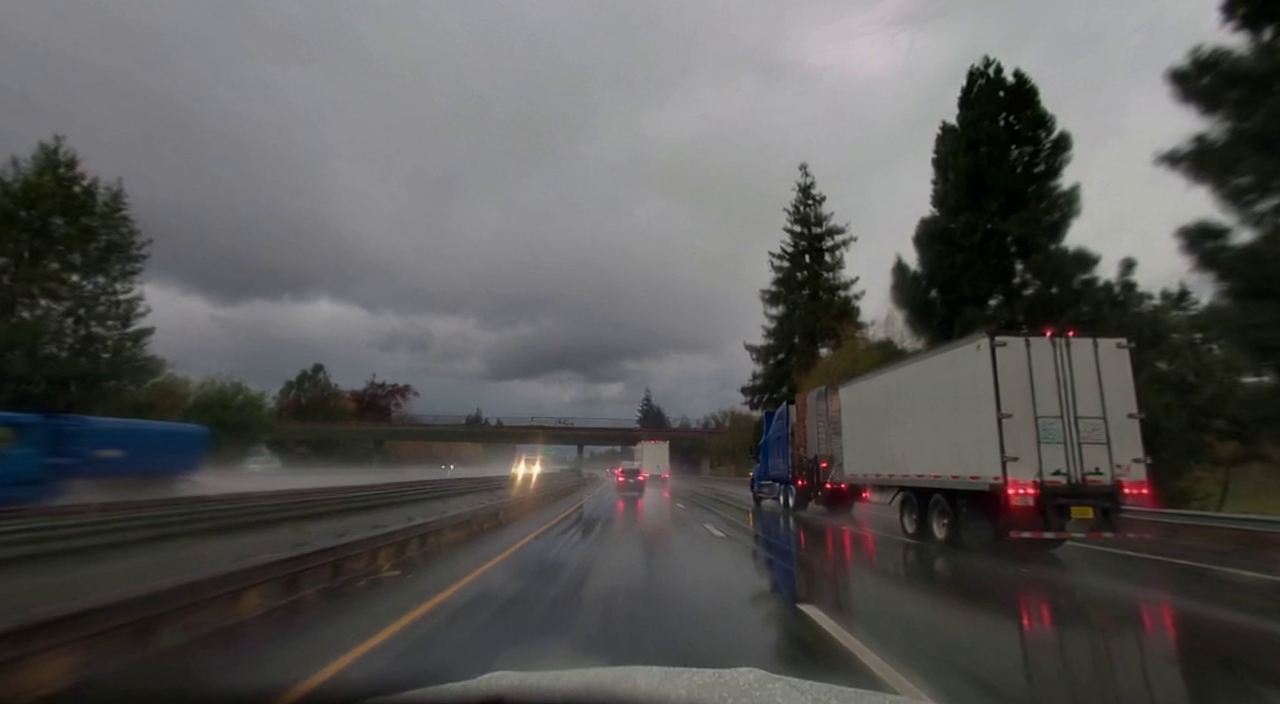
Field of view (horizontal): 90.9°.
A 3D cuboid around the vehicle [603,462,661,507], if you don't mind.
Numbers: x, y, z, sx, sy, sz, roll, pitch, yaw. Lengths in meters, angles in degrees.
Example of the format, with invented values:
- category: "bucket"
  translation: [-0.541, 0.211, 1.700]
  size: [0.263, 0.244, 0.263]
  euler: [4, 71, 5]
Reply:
- category: "vehicle"
  translation: [-0.320, 5.105, 24.458]
  size: [2.067, 1.552, 3.601]
  euler: [1, -11, -1]

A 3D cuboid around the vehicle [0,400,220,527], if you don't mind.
- category: "vehicle"
  translation: [-9.211, 1.712, 9.656]
  size: [2.069, 1.588, 5.111]
  euler: [1, -11, -1]

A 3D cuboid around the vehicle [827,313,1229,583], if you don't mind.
- category: "vehicle"
  translation: [6.483, 2.006, 12.744]
  size: [2.839, 3.684, 8.091]
  euler: [1, -10, 0]
